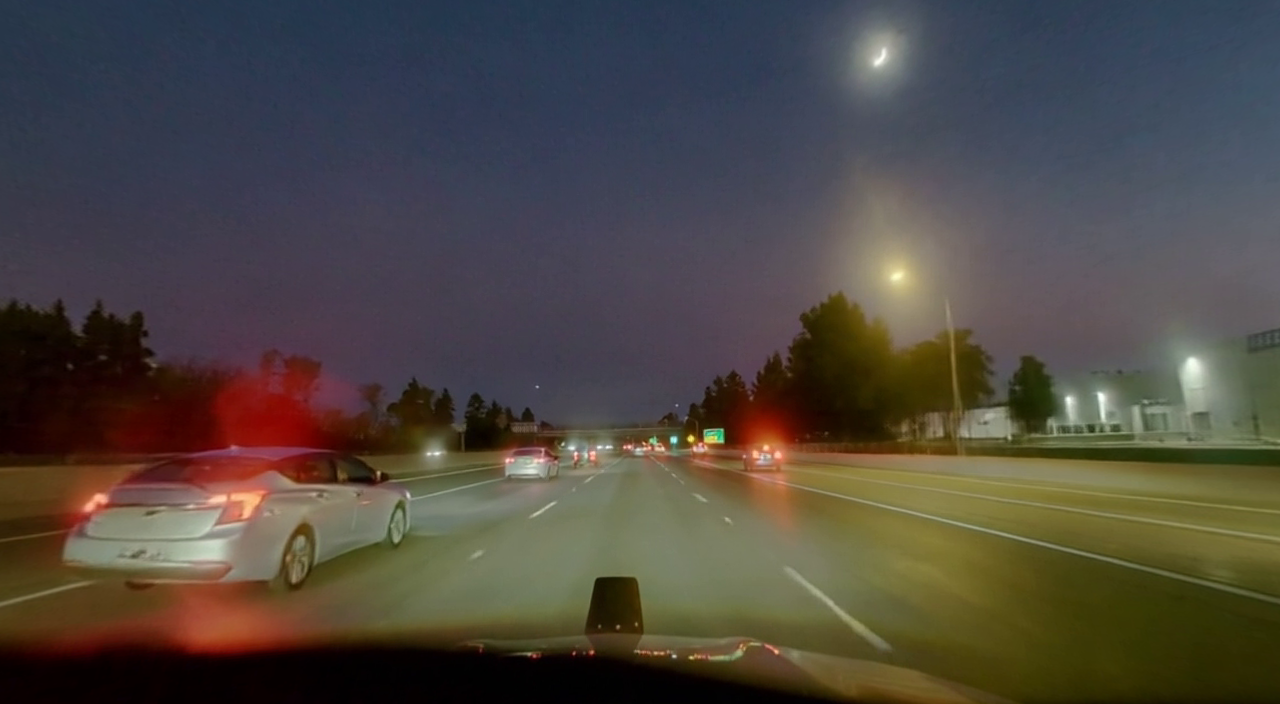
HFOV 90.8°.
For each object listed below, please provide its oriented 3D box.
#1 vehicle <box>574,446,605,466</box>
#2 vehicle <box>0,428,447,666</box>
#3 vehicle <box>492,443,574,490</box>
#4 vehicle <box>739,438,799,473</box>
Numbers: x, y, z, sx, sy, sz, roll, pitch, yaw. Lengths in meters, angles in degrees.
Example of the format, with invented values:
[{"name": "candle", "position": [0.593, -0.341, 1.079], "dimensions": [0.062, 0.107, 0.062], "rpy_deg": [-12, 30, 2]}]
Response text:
[{"name": "vehicle", "position": [-3.831, 7.983, 48.663], "dimensions": [2.078, 1.464, 4.093], "rpy_deg": [0, -9, 0]}, {"name": "vehicle", "position": [-3.520, 1.522, 6.056], "dimensions": [1.959, 1.433, 4.291], "rpy_deg": [0, -9, 0]}, {"name": "vehicle", "position": [-3.651, 4.012, 22.454], "dimensions": [2.047, 1.469, 4.614], "rpy_deg": [0, -9, 1]}, {"name": "vehicle", "position": [6.827, 5.547, 33.963], "dimensions": [2.147, 1.769, 4.666], "rpy_deg": [0, -9, -1]}]
